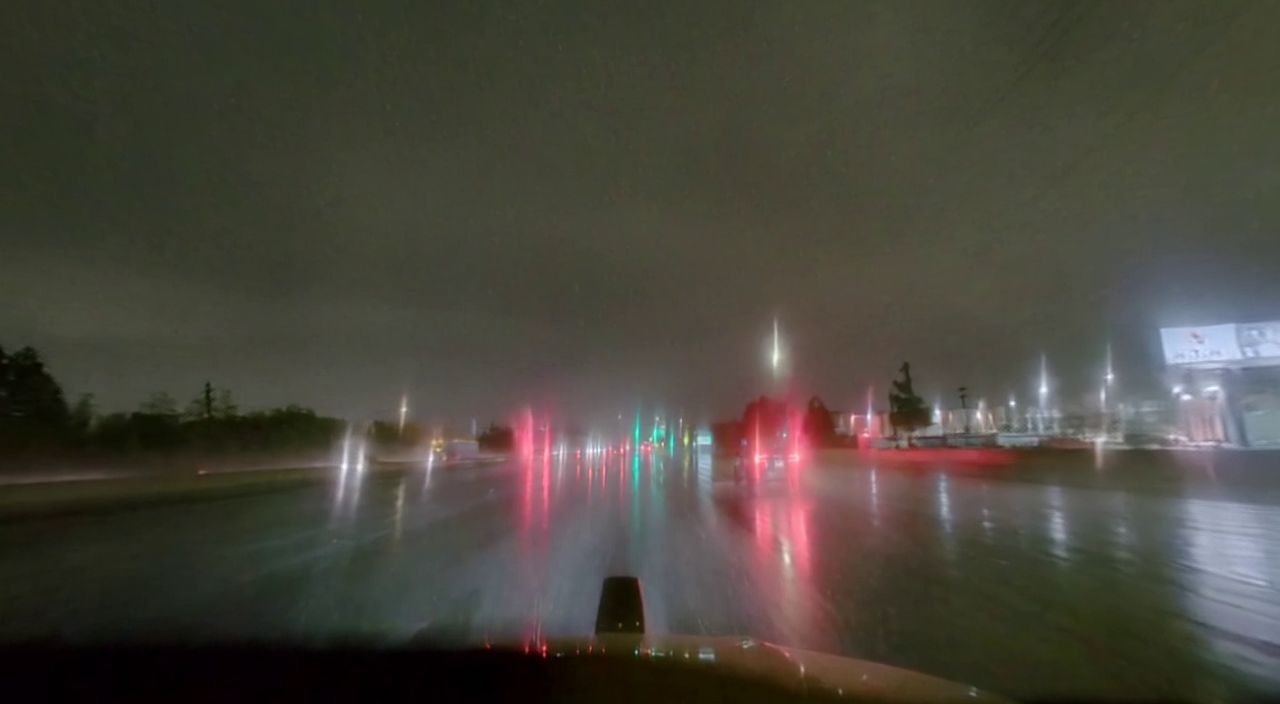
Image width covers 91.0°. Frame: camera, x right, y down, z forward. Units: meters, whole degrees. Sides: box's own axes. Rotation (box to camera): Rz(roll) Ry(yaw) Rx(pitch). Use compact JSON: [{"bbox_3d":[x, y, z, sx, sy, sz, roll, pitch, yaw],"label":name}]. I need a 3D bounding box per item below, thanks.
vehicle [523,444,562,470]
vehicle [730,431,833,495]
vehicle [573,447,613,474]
[{"bbox_3d":[-7.318,7.930,47.751,2.112,1.813,4.716,-1,-9,1],"label":"vehicle"},{"bbox_3d":[4.318,3.485,20.092,2.109,1.764,4.704,0,-9,-1],"label":"vehicle"},{"bbox_3d":[-2.818,6.606,38.692,2.139,1.510,4.506,-1,-9,0],"label":"vehicle"}]
